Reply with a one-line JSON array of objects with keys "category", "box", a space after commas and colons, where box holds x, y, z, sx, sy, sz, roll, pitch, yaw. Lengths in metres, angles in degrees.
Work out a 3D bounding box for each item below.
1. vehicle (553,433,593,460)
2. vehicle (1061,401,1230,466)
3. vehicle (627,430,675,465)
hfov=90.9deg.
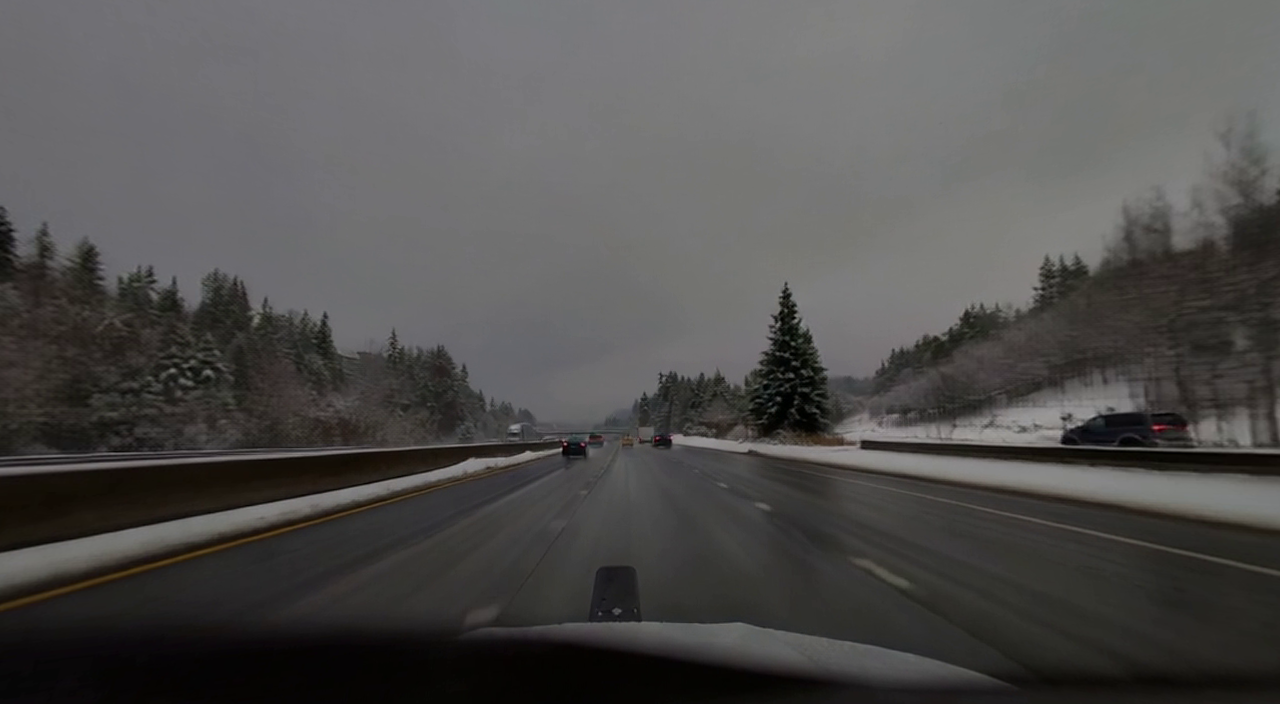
[{"category": "vehicle", "box": [-3.963, 5.678, 37.982, 2.014, 1.471, 4.380, 0, -8, -1]}, {"category": "vehicle", "box": [21.779, 3.608, 27.670, 2.232, 2.540, 6.015, 0, -8, -1]}, {"category": "vehicle", "box": [0.446, 4.545, 30.064, 2.086, 1.554, 3.875, 0, -8, -2]}]
